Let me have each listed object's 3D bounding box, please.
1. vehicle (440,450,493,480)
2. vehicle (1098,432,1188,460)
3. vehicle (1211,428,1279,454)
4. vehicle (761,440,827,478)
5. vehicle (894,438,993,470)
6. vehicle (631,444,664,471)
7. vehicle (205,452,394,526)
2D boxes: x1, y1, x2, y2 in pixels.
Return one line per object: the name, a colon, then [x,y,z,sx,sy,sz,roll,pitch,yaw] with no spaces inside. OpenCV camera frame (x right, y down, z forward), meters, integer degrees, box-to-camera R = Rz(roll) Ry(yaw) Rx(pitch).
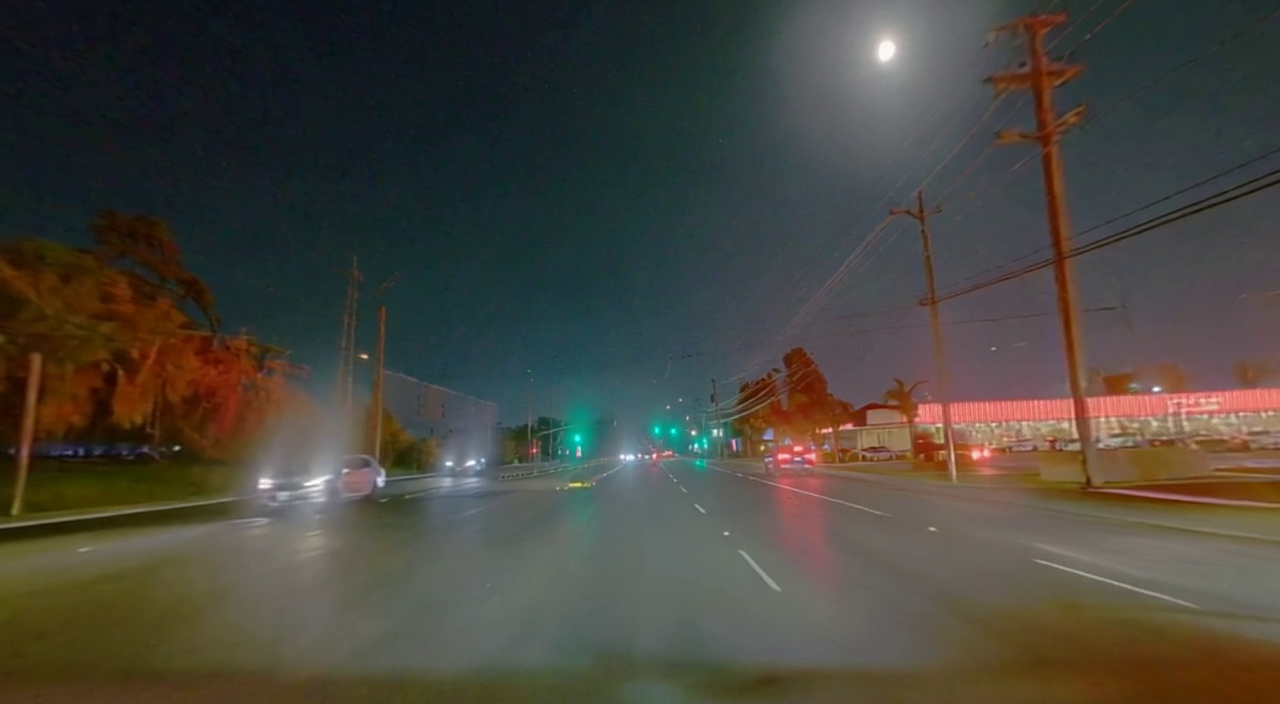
vehicle: [-11.148,7.270,40.866,2.057,1.766,4.793,0,-9,0]
vehicle: [33.191,6.218,41.617,4.194,1.724,1.946,0,-9,2]
vehicle: [41.291,5.994,42.254,1.846,1.624,4.199,0,-9,-2]
vehicle: [7.450,5.214,30.961,2.252,1.718,4.617,0,-9,2]
vehicle: [18.890,6.353,39.360,5.097,1.689,1.958,-2,-6,0]
vehicle: [0.556,7.271,43.549,2.138,1.702,4.168,0,-9,2]
vehicle: [-8.183,3.300,15.790,2.158,1.532,4.609,0,-9,0]
